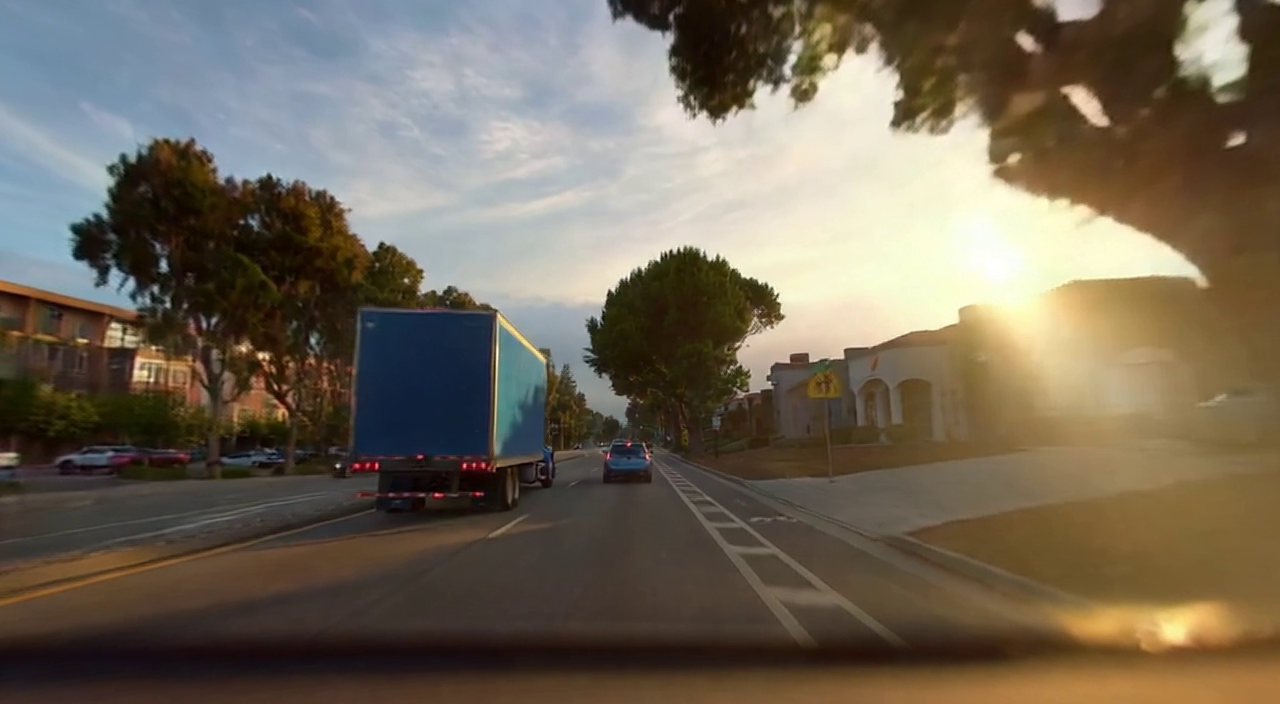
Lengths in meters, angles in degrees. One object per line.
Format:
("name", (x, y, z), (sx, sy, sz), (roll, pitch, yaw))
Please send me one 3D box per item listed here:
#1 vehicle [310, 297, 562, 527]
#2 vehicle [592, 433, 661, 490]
("vehicle", (-4.062, 1.749, 15.934), (2.996, 3.902, 10.410), (0, -9, -1))
("vehicle", (-0.445, 3.600, 21.004), (2.094, 1.682, 3.866), (0, -9, -1))
